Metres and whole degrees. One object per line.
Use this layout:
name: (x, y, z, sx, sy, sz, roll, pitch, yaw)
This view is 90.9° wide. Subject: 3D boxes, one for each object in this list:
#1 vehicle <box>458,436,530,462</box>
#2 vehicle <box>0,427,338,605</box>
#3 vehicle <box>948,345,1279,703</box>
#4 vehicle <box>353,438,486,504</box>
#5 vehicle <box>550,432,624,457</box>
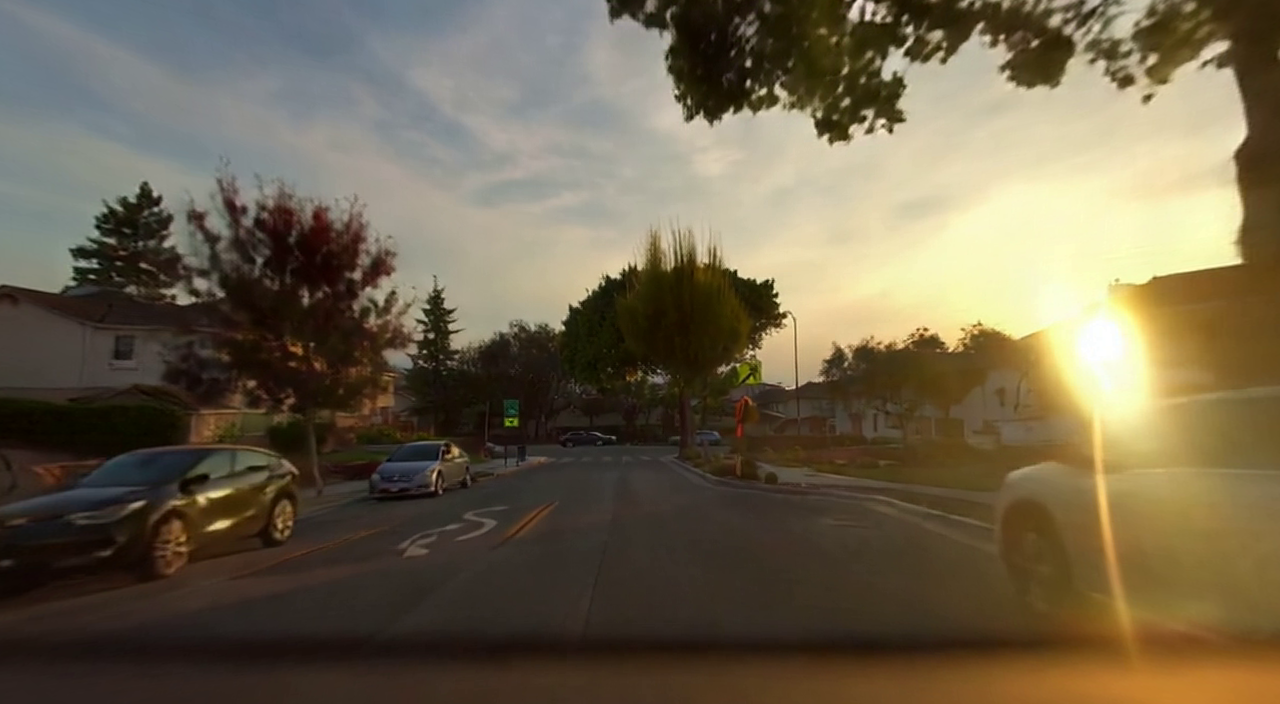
vehicle: (-10.147, 6.733, 43.750, 4.639, 1.700, 2.002, 3, -9, -19)
vehicle: (-5.429, 1.697, 7.425, 1.842, 1.540, 3.704, 0, -8, 0)
vehicle: (3.493, 0.863, 2.841, 1.997, 1.663, 4.544, -1, -8, 2)
vehicle: (-5.467, 2.981, 16.270, 1.919, 1.464, 4.155, 0, -8, 0)
vehicle: (-4.008, 7.028, 47.935, 5.181, 1.768, 2.139, 4, -9, -25)
